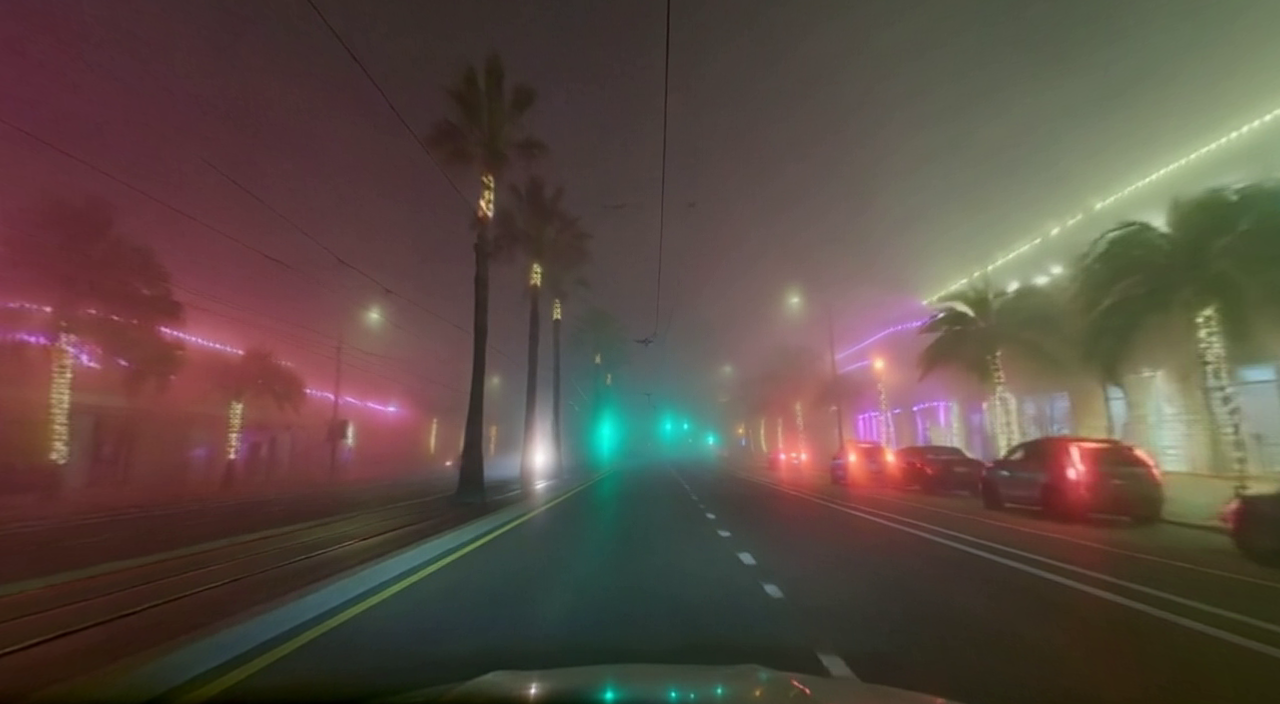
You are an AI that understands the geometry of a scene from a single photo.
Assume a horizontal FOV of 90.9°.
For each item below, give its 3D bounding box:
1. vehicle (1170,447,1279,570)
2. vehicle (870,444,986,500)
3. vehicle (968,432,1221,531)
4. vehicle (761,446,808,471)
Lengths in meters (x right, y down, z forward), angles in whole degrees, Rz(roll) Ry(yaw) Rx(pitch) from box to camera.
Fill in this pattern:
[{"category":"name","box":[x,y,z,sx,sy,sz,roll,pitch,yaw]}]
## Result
[{"category":"vehicle","box":[8.596,1.797,6.950,1.733,1.468,4.326,0,-8,0]},{"category":"vehicle","box":[8.519,3.540,19.049,1.715,1.500,3.910,0,-8,1]},{"category":"vehicle","box":[8.728,2.488,12.725,1.867,1.627,4.357,0,-8,1]},{"category":"vehicle","box":[9.245,6.825,40.692,1.822,1.494,4.385,0,-8,-2]}]
